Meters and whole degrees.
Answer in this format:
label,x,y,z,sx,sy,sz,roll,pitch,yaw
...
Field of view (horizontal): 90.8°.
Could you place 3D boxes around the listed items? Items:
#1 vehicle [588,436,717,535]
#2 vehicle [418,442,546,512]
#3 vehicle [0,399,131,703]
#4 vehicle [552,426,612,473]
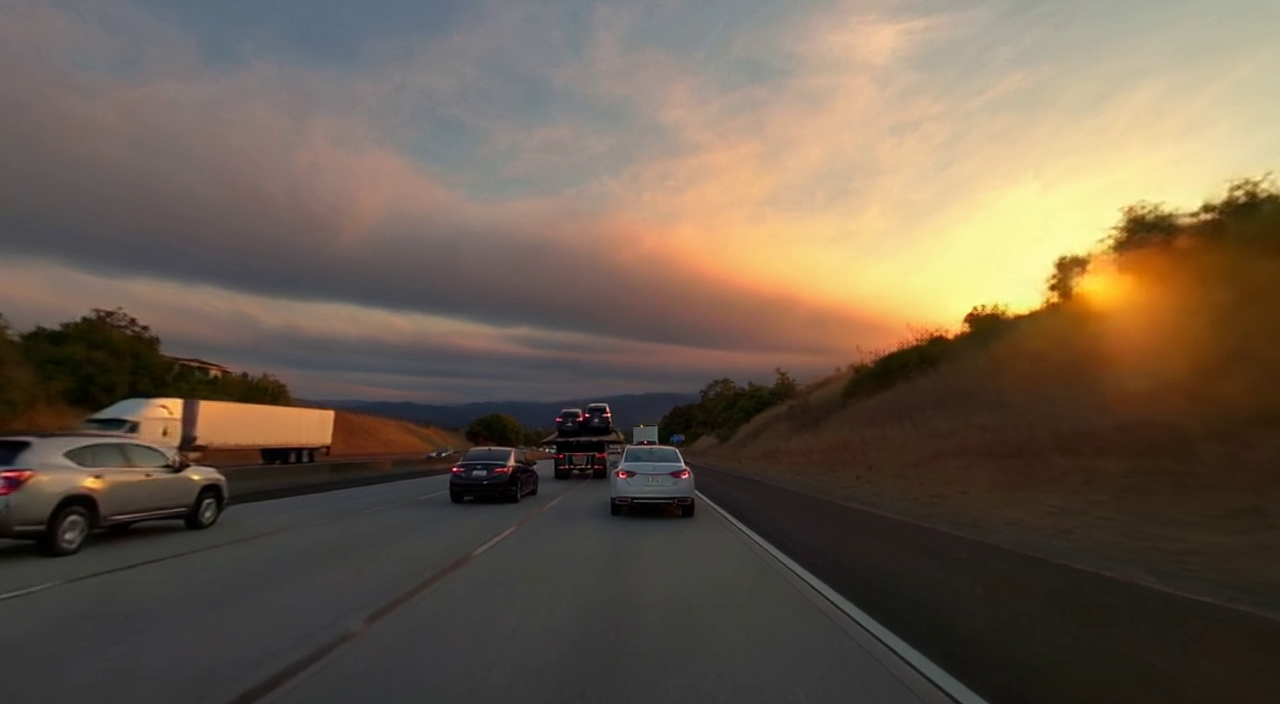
label,x,y,z,sx,sy,sz,roll,pitch,yaw
vehicle,0.180,2.326,11.496,1.991,1.507,3.391,0,-9,0
vehicle,-3.727,3.028,15.795,1.947,1.470,4.526,0,-9,1
vehicle,-3.393,0.717,0.914,2.149,1.497,3.753,0,-9,0
vehicle,-2.152,3.644,23.563,2.031,1.594,4.103,1,-9,-5
